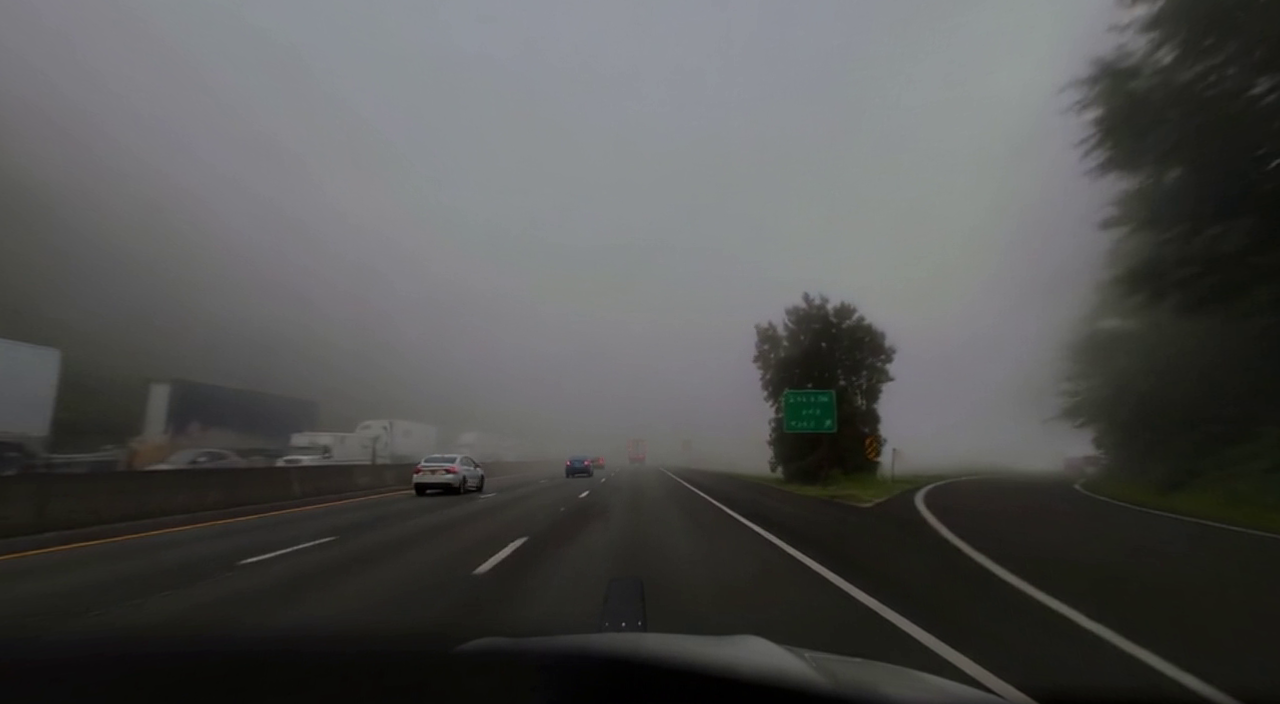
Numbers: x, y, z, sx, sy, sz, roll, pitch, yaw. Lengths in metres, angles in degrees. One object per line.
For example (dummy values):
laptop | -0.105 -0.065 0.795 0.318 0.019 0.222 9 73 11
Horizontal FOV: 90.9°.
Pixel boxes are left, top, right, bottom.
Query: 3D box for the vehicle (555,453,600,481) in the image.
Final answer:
vehicle | -3.433 6.450 35.525 2.076 1.453 4.094 0 -9 1

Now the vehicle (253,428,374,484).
vehicle | -15.258 4.926 30.045 2.527 2.391 5.963 0 -9 0

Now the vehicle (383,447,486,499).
vehicle | -7.283 4.321 22.939 2.122 1.685 4.714 0 -9 0

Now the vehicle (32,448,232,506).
vehicle | -14.459 3.550 18.402 1.905 1.461 4.736 0 -9 0
